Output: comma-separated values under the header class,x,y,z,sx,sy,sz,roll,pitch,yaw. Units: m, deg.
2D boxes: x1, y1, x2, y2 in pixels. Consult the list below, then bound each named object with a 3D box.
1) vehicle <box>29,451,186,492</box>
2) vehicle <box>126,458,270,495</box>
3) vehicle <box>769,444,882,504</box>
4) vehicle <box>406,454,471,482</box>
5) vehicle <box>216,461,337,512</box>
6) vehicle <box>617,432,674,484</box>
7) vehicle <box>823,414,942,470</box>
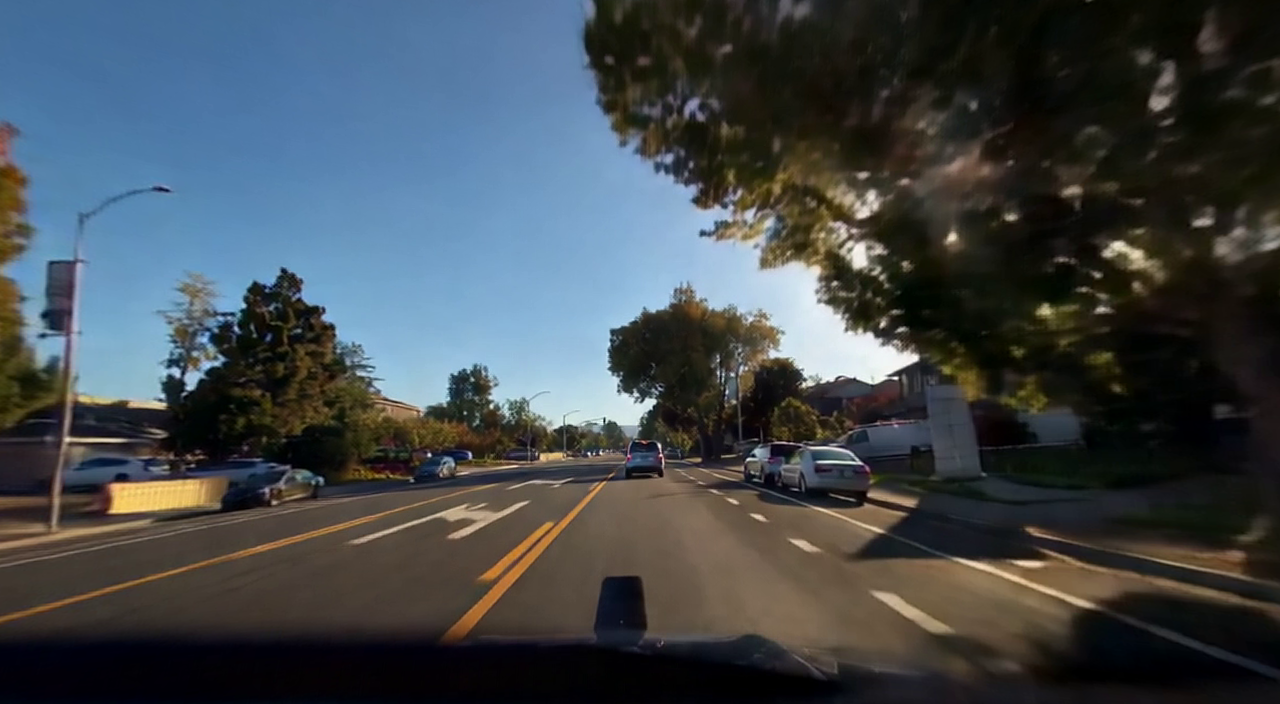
class,x,y,z,sx,sy,sz,roll,pitch,yaw
vehicle,-24.755,5.565,29.544,5.278,1.780,2.246,0,-9,0
vehicle,-19.115,5.402,27.498,4.801,1.478,1.883,0,-9,-2
vehicle,5.064,3.356,17.892,1.902,1.472,4.139,0,-9,-1
vehicle,-12.438,7.205,39.493,2.192,1.541,5.391,-1,-9,1
vehicle,-12.261,4.513,21.631,1.920,1.476,3.826,0,-9,-1
vehicle,0.179,4.378,26.439,2.153,1.942,4.767,0,-9,0
vehicle,11.895,4.464,31.309,4.855,2.572,2.358,-1,-8,-1
